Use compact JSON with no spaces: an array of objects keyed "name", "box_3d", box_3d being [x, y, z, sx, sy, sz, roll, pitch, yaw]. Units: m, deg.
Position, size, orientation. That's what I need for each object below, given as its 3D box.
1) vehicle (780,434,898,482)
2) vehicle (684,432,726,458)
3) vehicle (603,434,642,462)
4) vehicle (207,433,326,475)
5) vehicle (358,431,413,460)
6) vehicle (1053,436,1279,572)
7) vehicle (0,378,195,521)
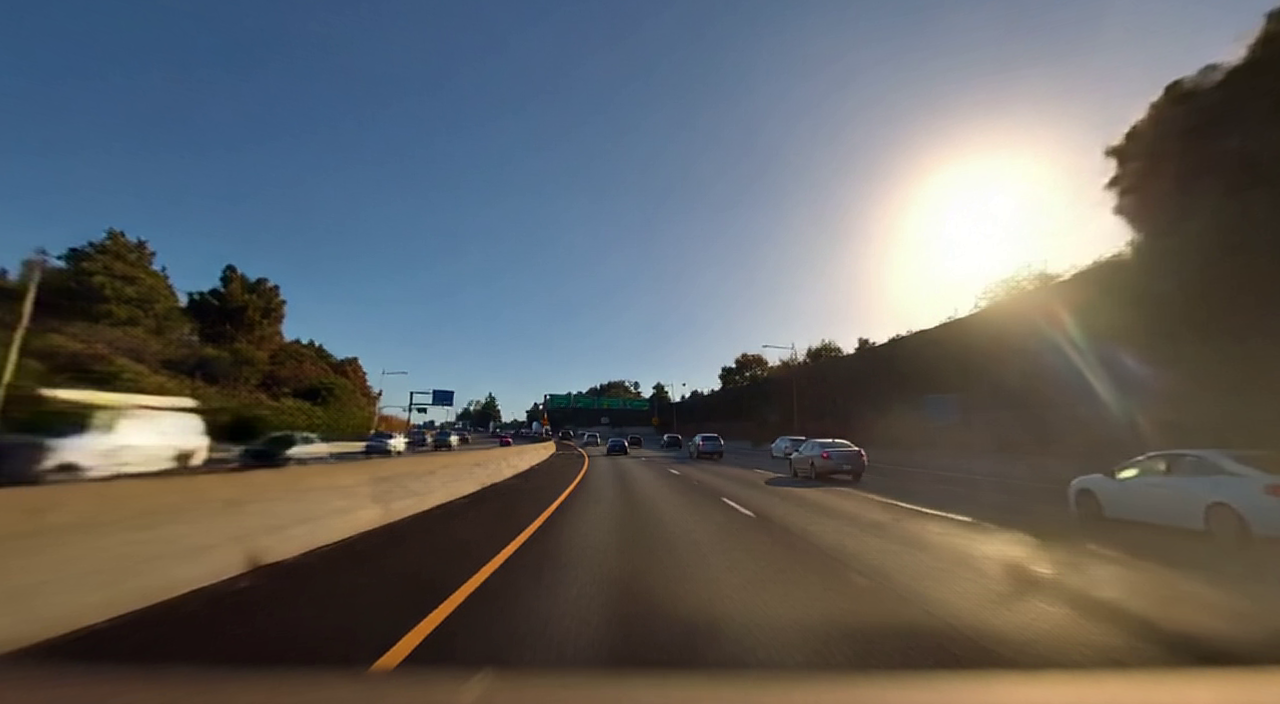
[{"name":"vehicle","box_3d":[6.745,3.651,22.119,2.196,1.494,4.735,1,-8,-6]},{"name":"vehicle","box_3d":[4.301,6.247,42.558,2.094,1.652,3.955,1,-8,-5]},{"name":"vehicle","box_3d":[-1.064,5.501,36.238,2.090,1.510,4.280,1,-8,-4]},{"name":"vehicle","box_3d":[-14.598,4.011,25.105,1.817,1.469,4.981,0,-8,-2]},{"name":"vehicle","box_3d":[-15.634,5.779,39.010,1.912,1.685,3.901,1,-8,-4]},{"name":"vehicle","box_3d":[7.548,1.723,7.594,2.042,1.390,4.386,0,-8,-3]},{"name":"vehicle","box_3d":[-9.784,1.578,10.312,2.064,1.918,4.078,0,-8,-1]}]
